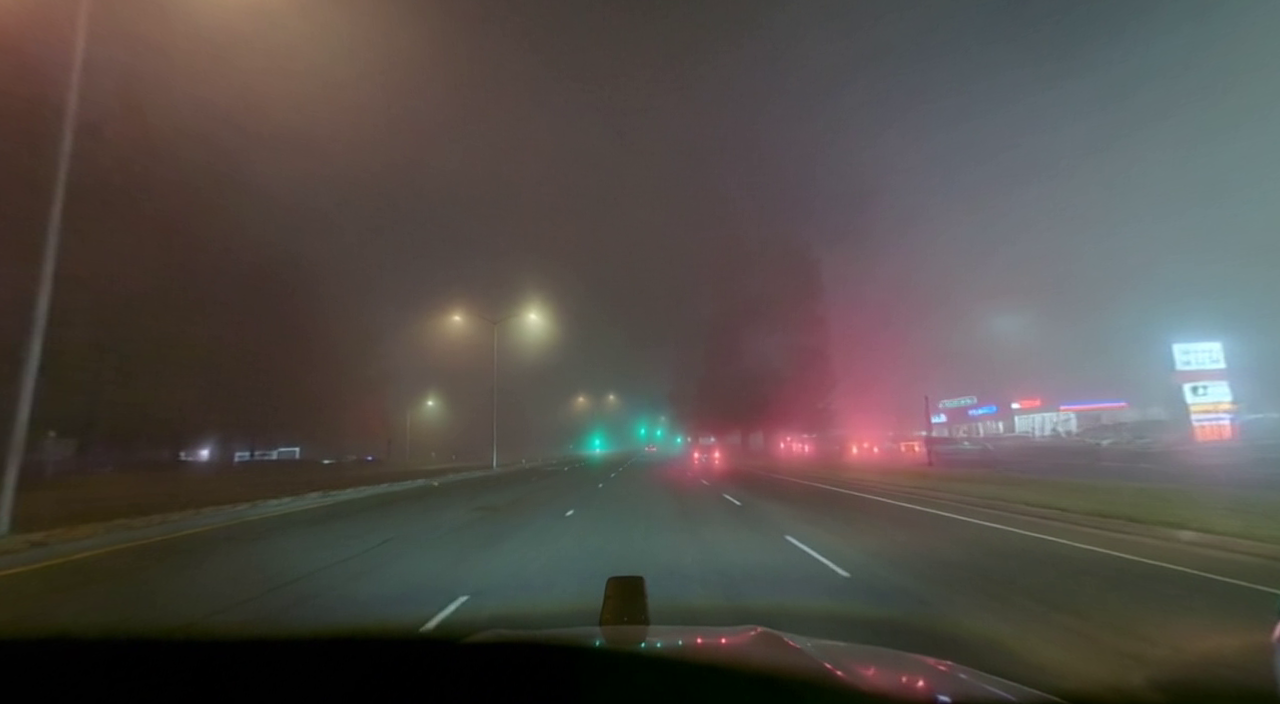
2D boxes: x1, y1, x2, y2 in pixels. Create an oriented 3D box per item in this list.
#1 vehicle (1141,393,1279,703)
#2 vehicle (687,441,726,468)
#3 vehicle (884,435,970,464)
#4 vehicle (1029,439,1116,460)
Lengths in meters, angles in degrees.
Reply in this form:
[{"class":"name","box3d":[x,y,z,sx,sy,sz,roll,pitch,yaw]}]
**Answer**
[{"class":"vehicle","box3d":[3.608,0.679,0.858,1.995,1.528,4.732,0,-9,1]},{"class":"vehicle","box3d":[4.290,6.706,41.473,2.007,1.683,4.171,0,-8,-1]},{"class":"vehicle","box3d":[18.050,6.153,39.774,4.386,1.701,2.121,-1,-9,3]},{"class":"vehicle","box3d":[32.545,7.349,47.526,5.080,1.504,1.946,-9,-12,44]}]
